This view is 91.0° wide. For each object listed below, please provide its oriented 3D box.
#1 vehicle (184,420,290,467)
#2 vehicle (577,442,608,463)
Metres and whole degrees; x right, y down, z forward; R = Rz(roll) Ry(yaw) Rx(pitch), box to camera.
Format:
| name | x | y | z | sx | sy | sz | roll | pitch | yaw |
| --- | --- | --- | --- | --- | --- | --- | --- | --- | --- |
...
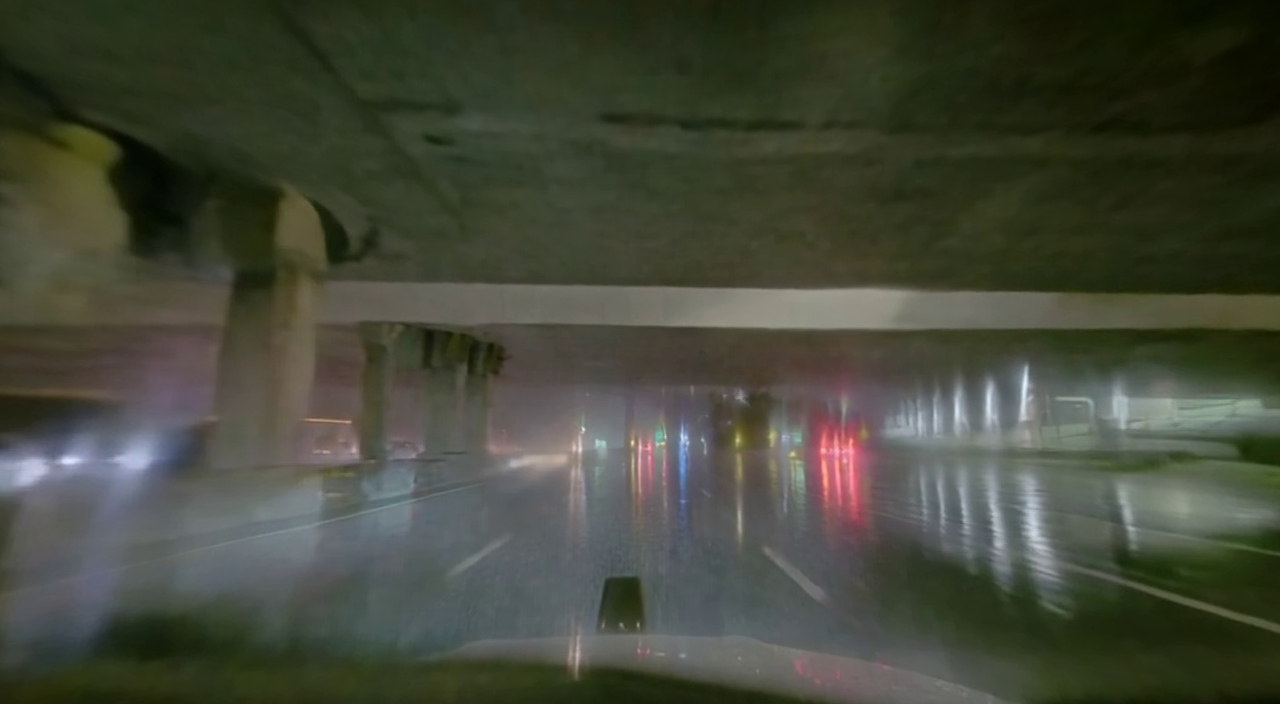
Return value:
| name | x | y | z | sx | sy | sz | roll | pitch | yaw |
| --- | --- | --- | --- | --- | --- | --- | --- | --- | --- |
| vehicle | -29.368 | 6.762 | 46.308 | 3.162 | 3.145 | 6.741 | 0 | -9 | 1 |
| vehicle | -3.590 | 7.702 | 48.208 | 1.954 | 1.528 | 4.010 | 0 | -9 | 1 |
